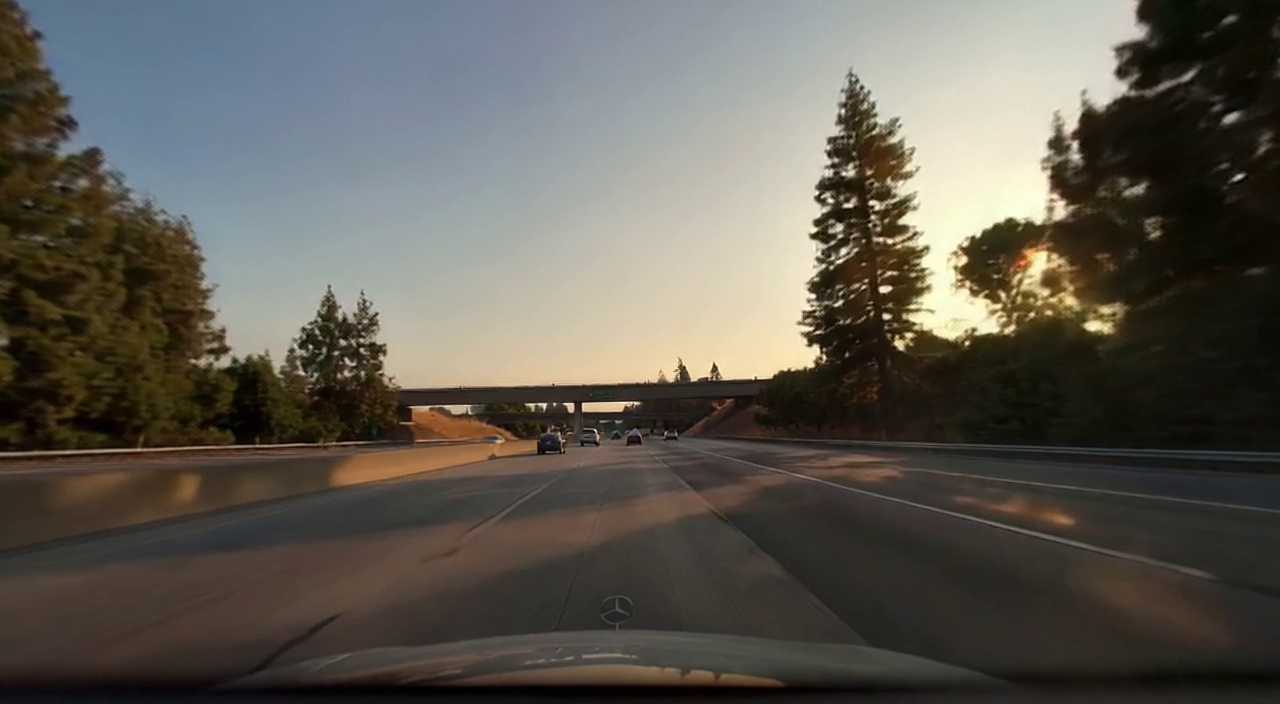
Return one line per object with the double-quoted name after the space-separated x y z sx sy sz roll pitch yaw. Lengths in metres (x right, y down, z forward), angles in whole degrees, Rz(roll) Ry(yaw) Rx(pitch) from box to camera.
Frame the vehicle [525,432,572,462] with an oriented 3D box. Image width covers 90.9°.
-4.828 5.073 33.879 1.933 1.473 4.023 0 -8 0 "vehicle"
